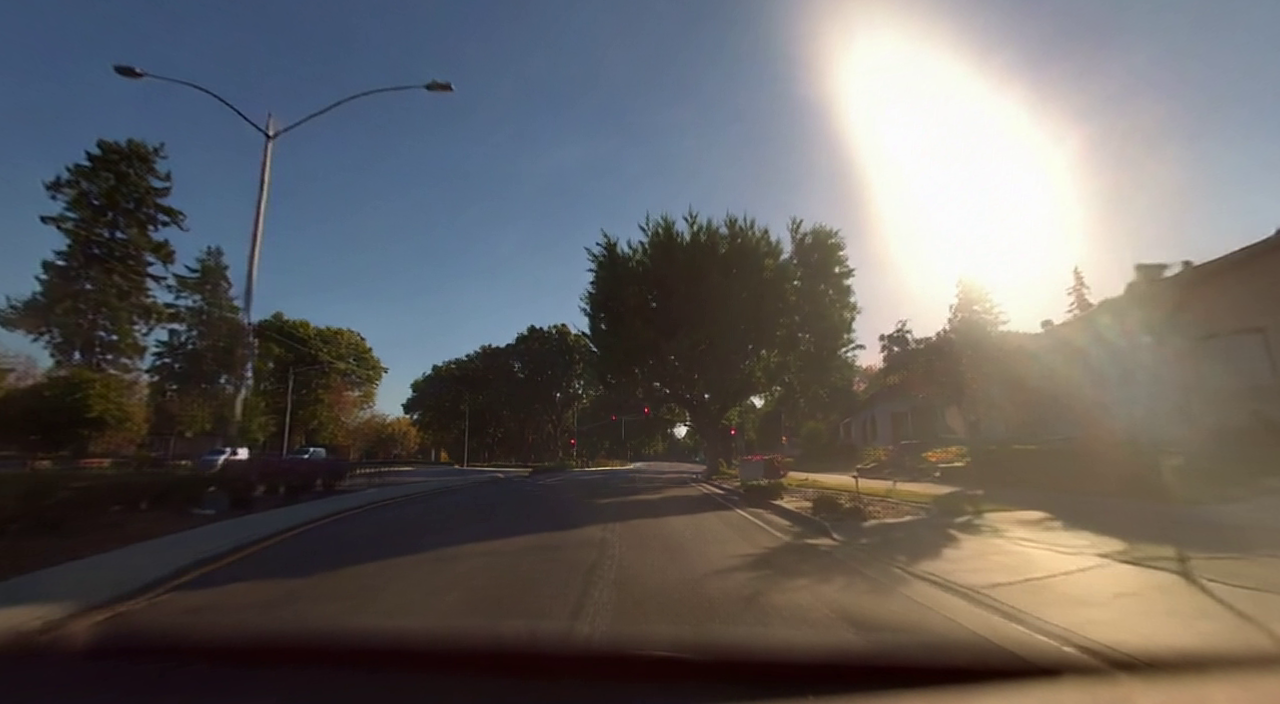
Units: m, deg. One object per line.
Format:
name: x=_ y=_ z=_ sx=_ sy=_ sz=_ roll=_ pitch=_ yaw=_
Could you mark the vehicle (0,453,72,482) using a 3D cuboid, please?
vehicle: x=-34.774 y=6.429 z=35.321 sx=1.839 sy=1.435 sz=4.271 roll=0 pitch=-8 yaw=0
